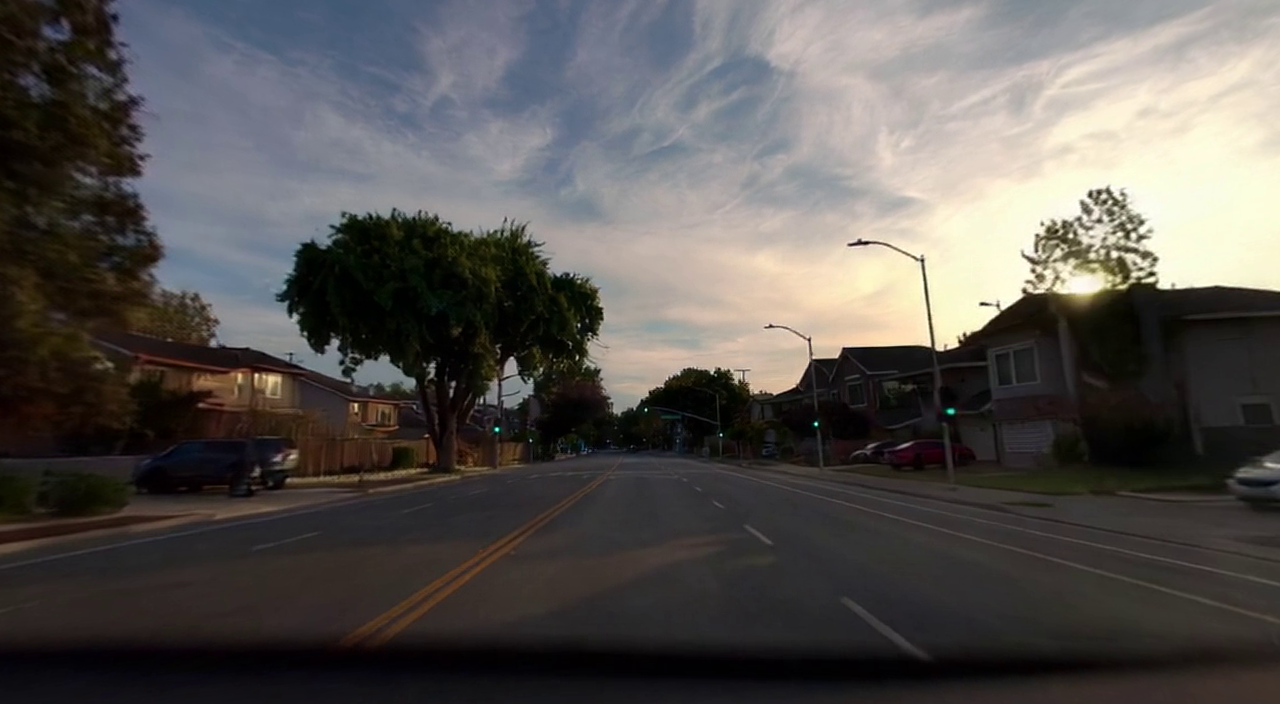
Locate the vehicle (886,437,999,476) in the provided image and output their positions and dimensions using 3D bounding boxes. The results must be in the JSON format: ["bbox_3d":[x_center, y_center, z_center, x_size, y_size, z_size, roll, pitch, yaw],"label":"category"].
[{"bbox_3d":[15.490,5.345,32.545,4.739,1.667,1.998,-3,-7,0],"label":"vehicle"}]

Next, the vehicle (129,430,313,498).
[{"bbox_3d":[-15.625,4.202,24.272,2.653,2.232,6.273,0,-9,1],"label":"vehicle"}]
